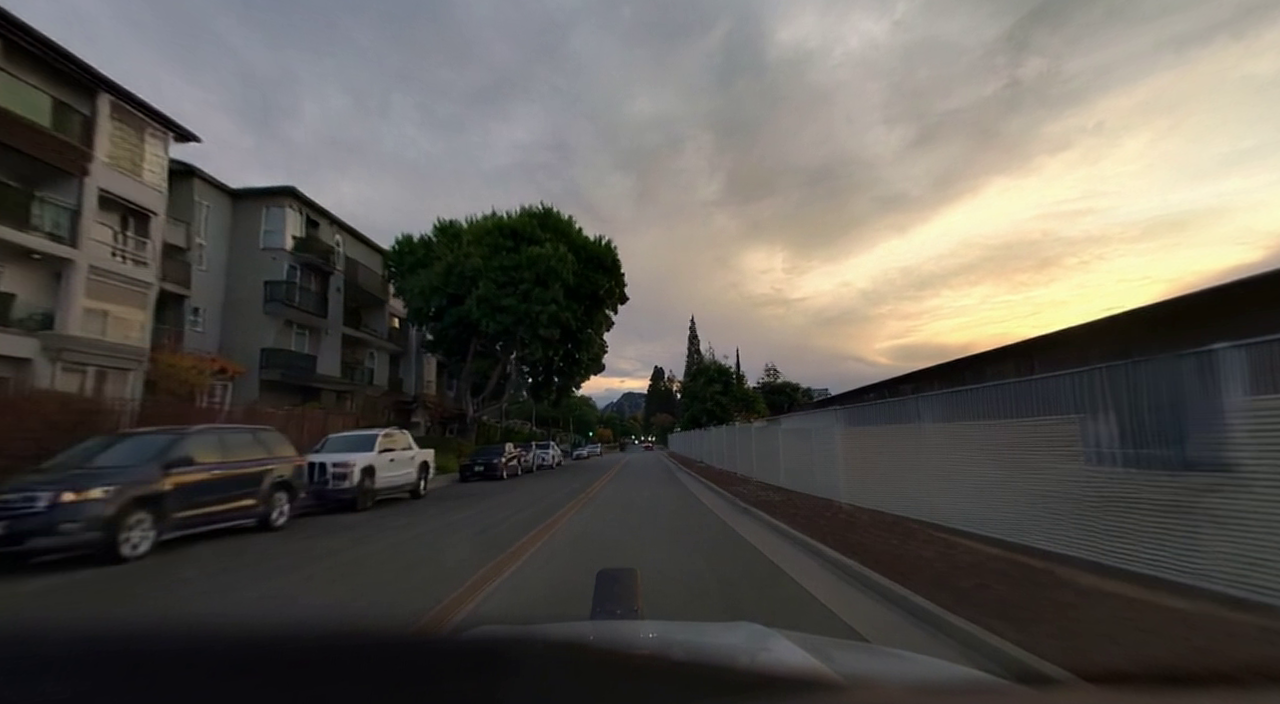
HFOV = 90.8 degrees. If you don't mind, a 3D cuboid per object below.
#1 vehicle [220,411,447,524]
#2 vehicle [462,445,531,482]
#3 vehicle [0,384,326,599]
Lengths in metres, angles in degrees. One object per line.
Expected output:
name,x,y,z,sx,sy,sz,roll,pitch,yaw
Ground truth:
vehicle,-6.469,2.534,14.420,2.331,1.962,5.633,2,-8,0
vehicle,-6.368,4.977,28.565,1.914,1.417,4.750,2,-8,1
vehicle,-6.589,1.626,8.402,2.192,1.965,4.917,2,-8,1
